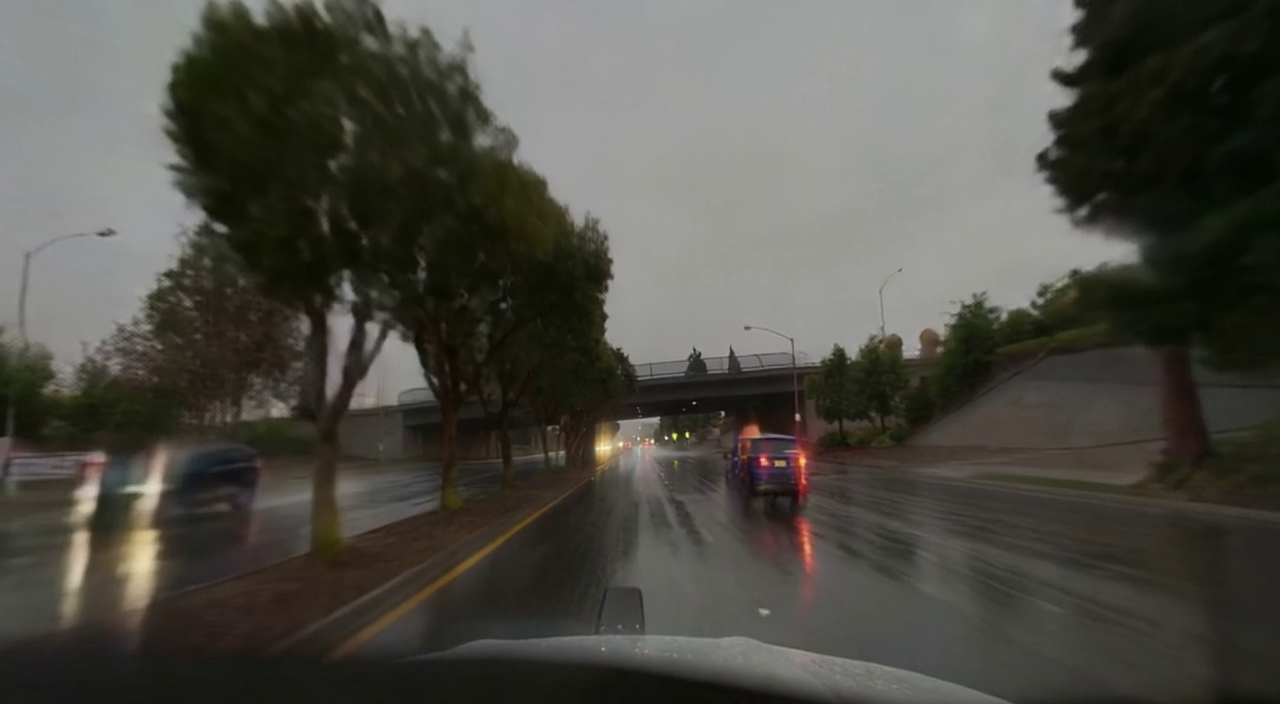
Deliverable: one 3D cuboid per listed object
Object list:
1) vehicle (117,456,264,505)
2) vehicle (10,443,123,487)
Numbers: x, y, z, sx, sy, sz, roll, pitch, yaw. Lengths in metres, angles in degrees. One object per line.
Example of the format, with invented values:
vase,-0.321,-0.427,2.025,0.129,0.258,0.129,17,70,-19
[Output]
vehicle,-15.540,4.422,22.213,1.912,1.465,4.479,0,-9,0
vehicle,-28.745,5.633,31.953,2.199,1.959,5.771,4,-9,-22
